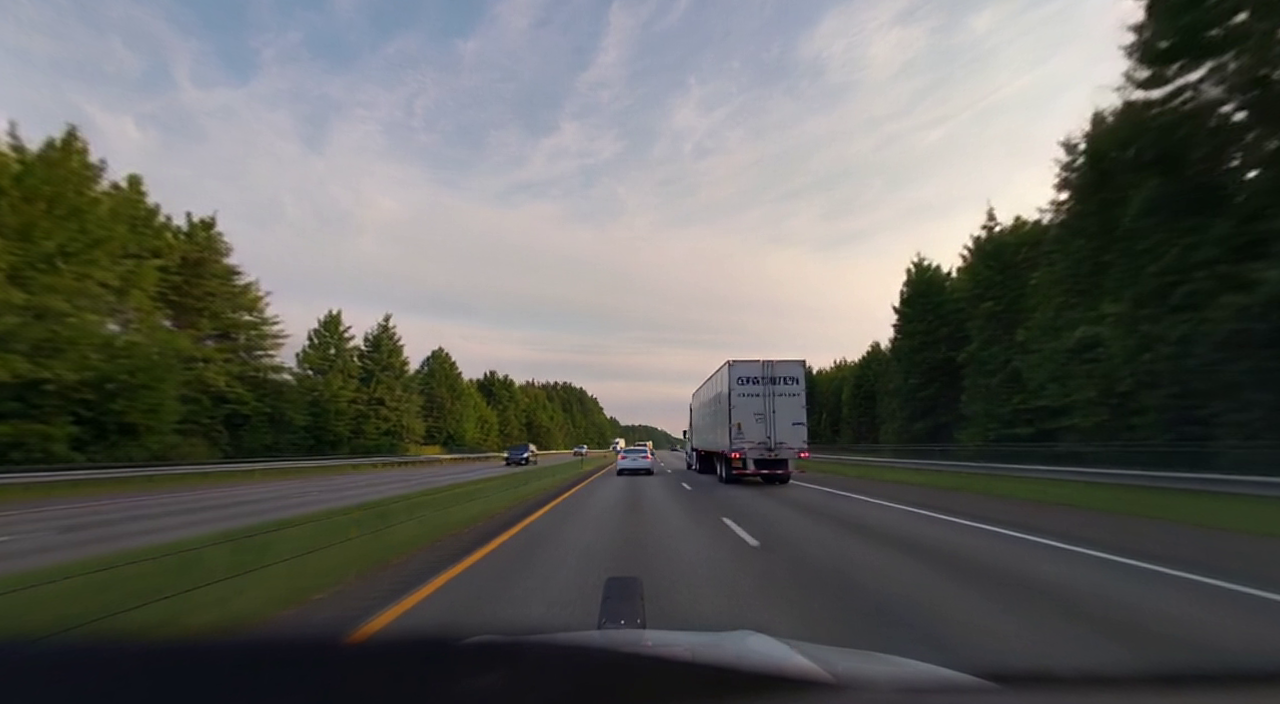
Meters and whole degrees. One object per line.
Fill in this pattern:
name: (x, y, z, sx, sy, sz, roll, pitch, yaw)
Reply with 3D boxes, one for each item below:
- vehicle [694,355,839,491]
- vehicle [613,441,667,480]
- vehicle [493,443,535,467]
vehicle: (4.399, 3.211, 26.153, 2.909, 4.074, 14.457, 0, -9, 0)
vehicle: (0.007, 4.515, 26.335, 2.074, 1.475, 3.960, 0, -9, 0)
vehicle: (-8.614, 7.089, 43.480, 1.930, 1.549, 4.485, 0, -9, 1)
